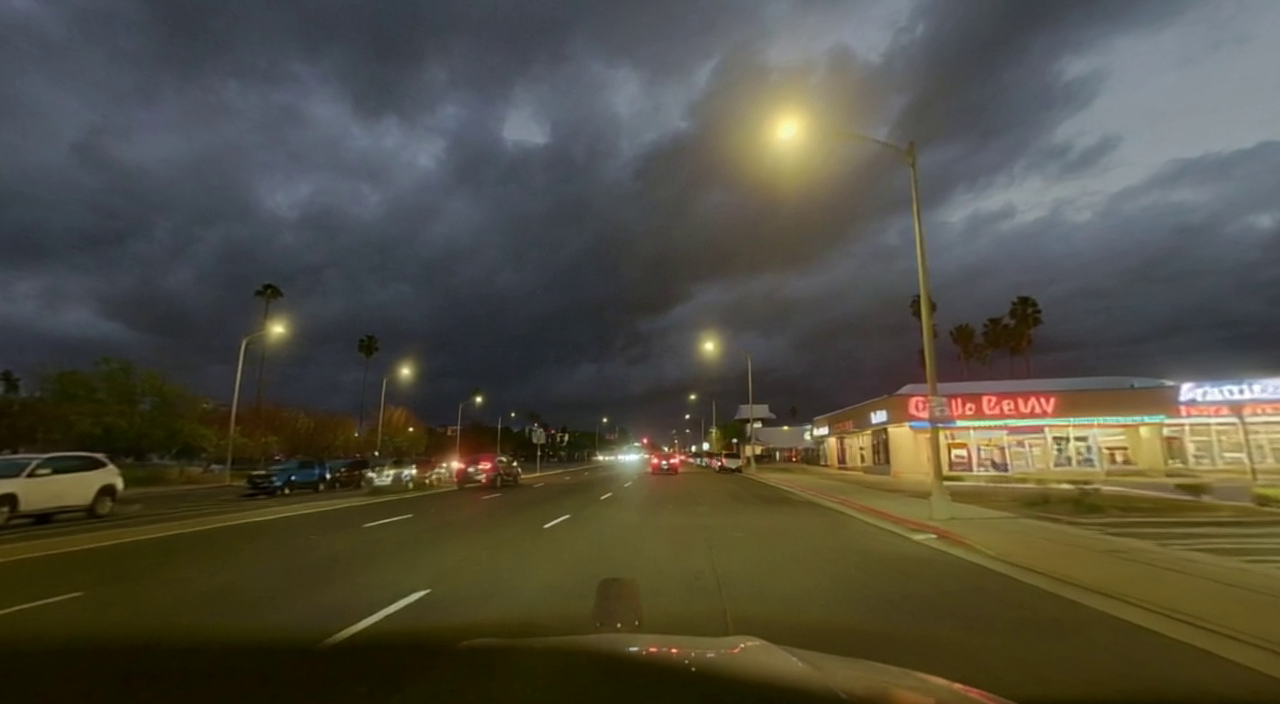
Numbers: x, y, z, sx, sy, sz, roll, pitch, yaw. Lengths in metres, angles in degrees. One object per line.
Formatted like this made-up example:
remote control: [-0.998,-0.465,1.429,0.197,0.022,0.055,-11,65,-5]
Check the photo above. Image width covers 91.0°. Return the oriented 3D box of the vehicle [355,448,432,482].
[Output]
vehicle: [-13.780,6.317,35.551,2.034,1.696,4.809,-1,-9,5]

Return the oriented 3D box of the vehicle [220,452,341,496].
vehicle: [-14.132,4.790,25.133,1.874,1.488,4.612,0,-8,4]

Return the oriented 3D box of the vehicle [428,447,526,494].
vehicle: [-5.751,4.228,22.885,2.090,1.520,4.452,0,-9,4]

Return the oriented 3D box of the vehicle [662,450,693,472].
vehicle: [2.771,8.043,46.756,2.139,1.461,4.918,0,-8,3]
